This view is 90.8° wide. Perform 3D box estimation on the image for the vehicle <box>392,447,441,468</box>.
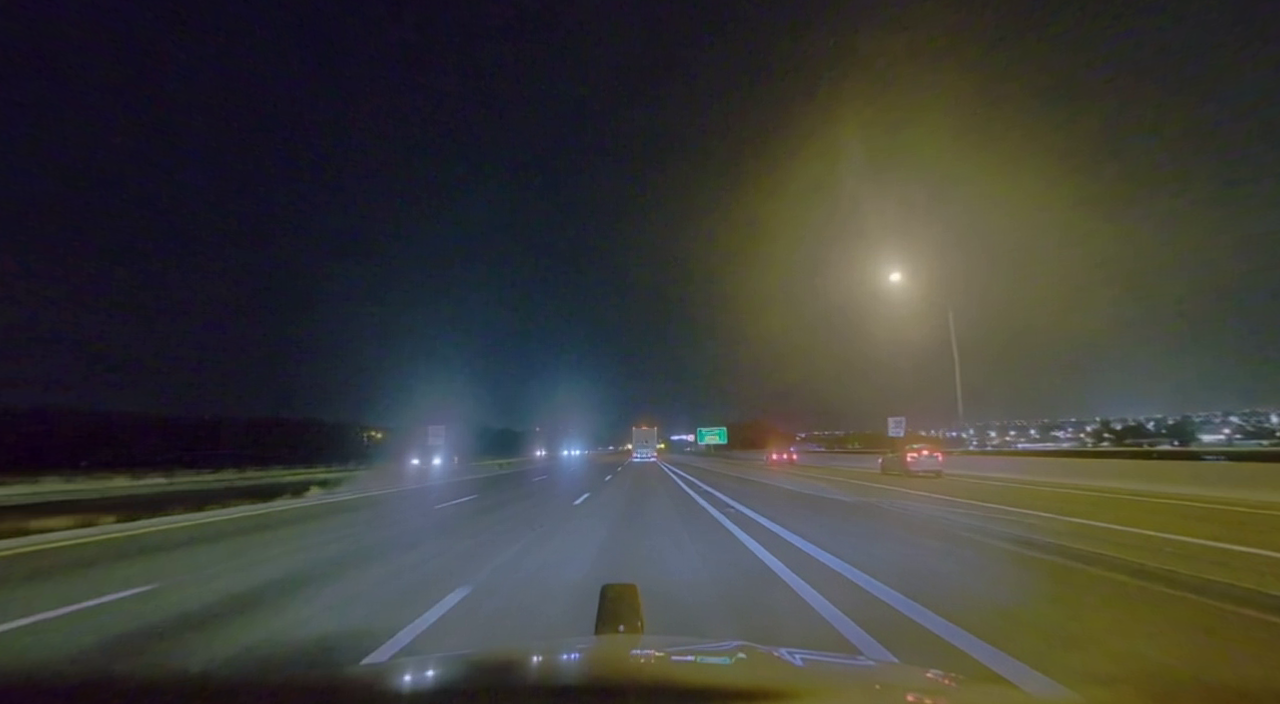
[{"bbox_3d":[-15.966,7.564,45.314,1.958,1.452,4.262,0,-9,1],"label":"vehicle"}]
